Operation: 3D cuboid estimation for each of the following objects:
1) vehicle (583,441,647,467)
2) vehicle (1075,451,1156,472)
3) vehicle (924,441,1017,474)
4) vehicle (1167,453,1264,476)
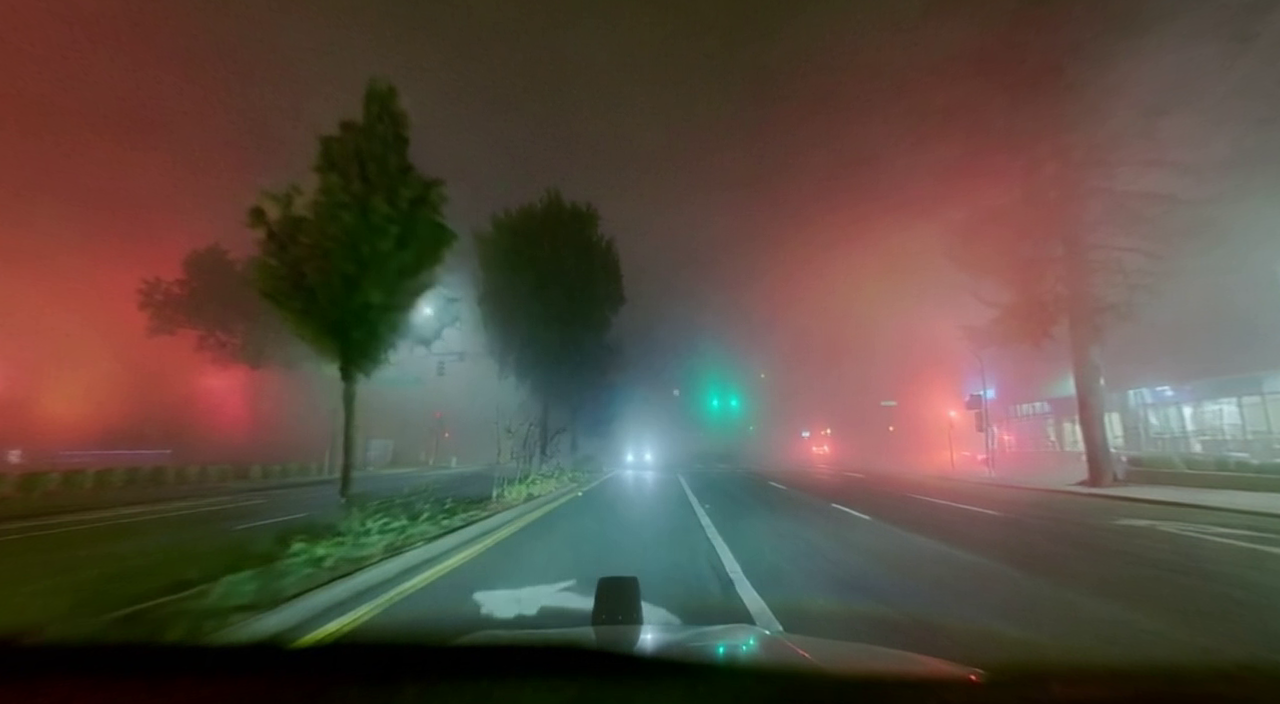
[{"bbox_3d":[-1.794,7.165,44.567,2.010,1.728,4.408,8,-12,-44],"label":"vehicle"},{"bbox_3d":[37.446,8.595,49.871,1.868,1.566,4.647,5,-10,-28],"label":"vehicle"},{"bbox_3d":[23.666,7.552,45.540,2.195,2.201,5.616,5,-10,-26],"label":"vehicle"},{"bbox_3d":[40.530,7.881,44.596,1.790,1.474,4.620,4,-9,-25],"label":"vehicle"}]
